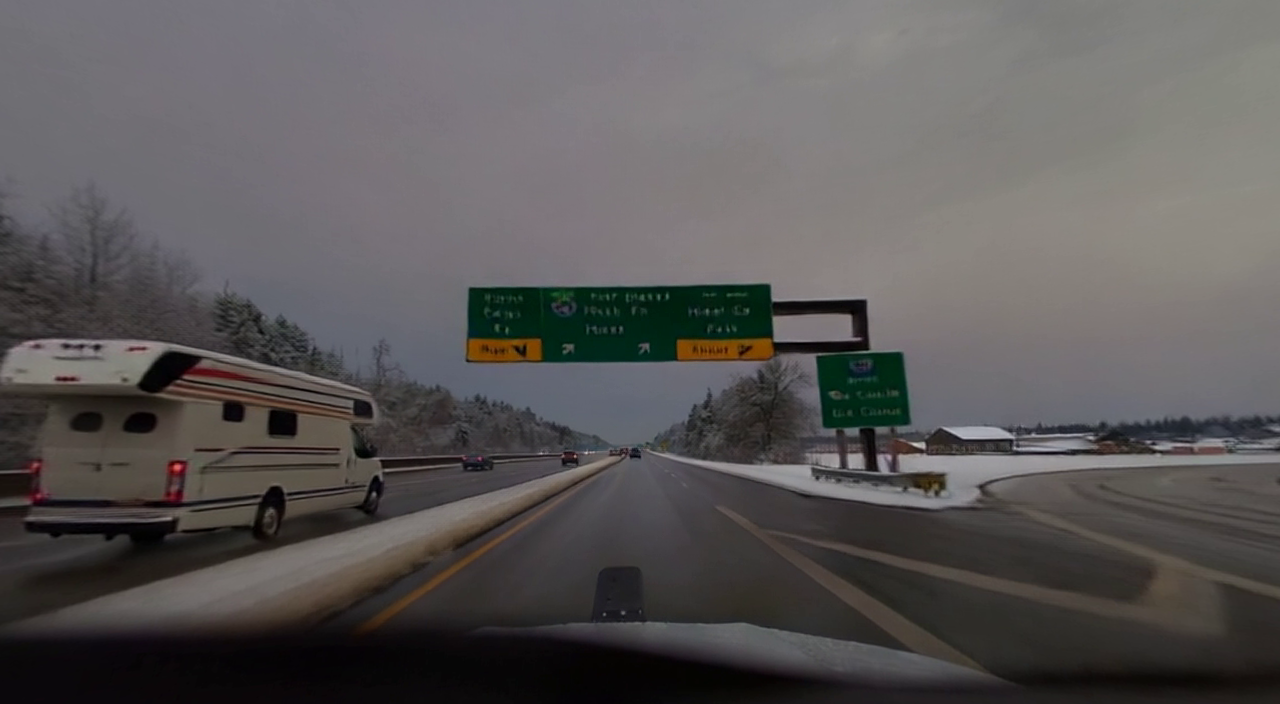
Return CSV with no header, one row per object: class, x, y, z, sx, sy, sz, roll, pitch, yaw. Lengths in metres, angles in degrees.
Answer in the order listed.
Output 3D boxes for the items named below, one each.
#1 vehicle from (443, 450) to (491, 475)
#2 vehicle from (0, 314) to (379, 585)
vehicle,-11.413,7.284,41.869,1.981,1.503,4.207,0,-9,1
vehicle,-7.376,1.580,10.582,2.747,2.934,7.411,0,-9,0
